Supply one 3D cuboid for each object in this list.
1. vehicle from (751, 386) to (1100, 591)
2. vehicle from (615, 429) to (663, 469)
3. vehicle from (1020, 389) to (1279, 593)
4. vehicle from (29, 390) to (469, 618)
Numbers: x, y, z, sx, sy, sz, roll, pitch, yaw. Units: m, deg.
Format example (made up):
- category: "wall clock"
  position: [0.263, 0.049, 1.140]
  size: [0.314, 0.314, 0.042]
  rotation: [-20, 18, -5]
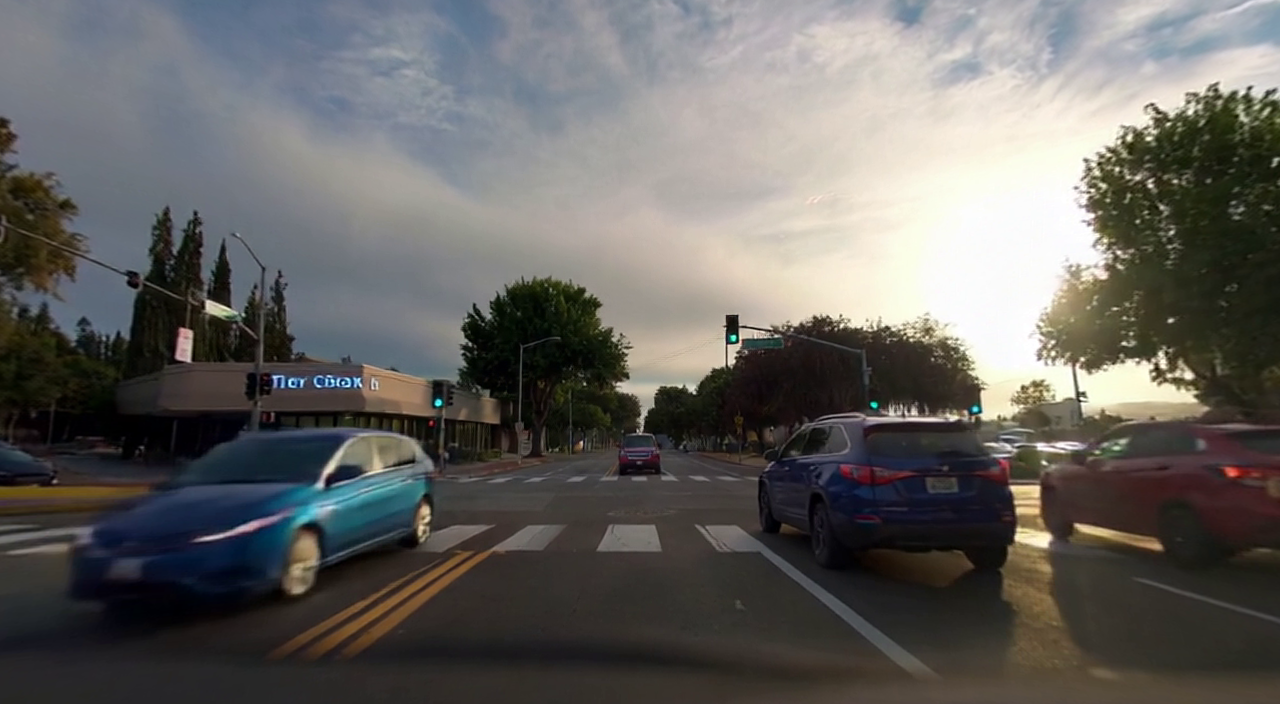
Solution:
- category: "vehicle"
  position: [2.851, 1.493, 7.800]
  size: [2.048, 1.725, 4.754]
  rotation: [0, -8, 0]
- category: "vehicle"
  position: [-0.112, 5.218, 34.007]
  size: [2.390, 1.948, 5.344]
  rotation: [0, -8, -1]
- category: "vehicle"
  position: [6.233, 1.362, 6.729]
  size: [1.792, 1.682, 4.089]
  rotation: [0, -8, 1]
- category: "vehicle"
  position: [-3.446, 1.404, 6.730]
  size: [1.961, 1.658, 4.064]
  rotation: [-1, -8, 2]
